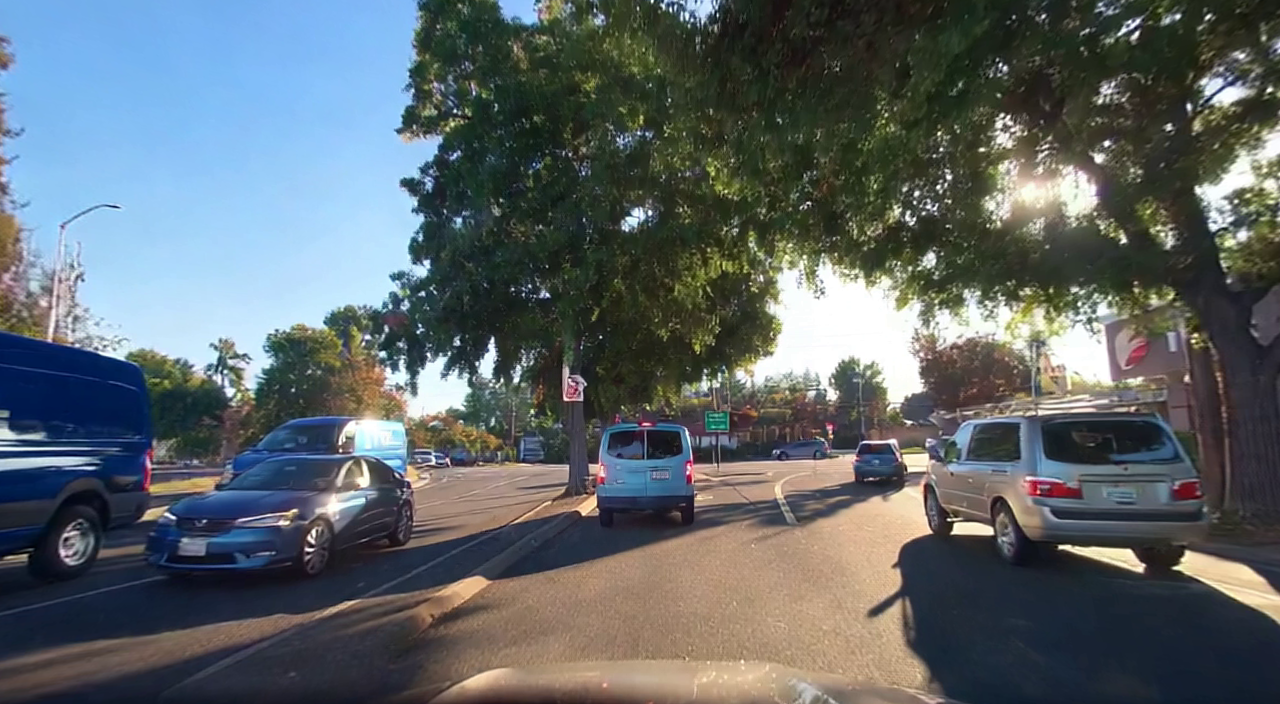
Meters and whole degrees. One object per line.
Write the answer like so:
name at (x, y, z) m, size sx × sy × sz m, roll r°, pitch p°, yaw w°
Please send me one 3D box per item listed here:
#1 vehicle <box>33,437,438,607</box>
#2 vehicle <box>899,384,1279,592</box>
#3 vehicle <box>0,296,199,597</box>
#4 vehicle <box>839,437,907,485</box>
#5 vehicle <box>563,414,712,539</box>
vehicle at (-4.313, 1.836, 7.873) m, size 1.869 × 1.465 × 4.503 m, roll -1°, pitch -9°, yaw 3°
vehicle at (5.463, 1.686, 8.669) m, size 2.204 × 1.973 × 4.946 m, roll -1°, pitch -9°, yaw 7°
vehicle at (-7.662, 0.850, 5.696) m, size 2.342 × 3.013 × 6.631 m, roll 0°, pitch -9°, yaw 2°
vehicle at (8.977, 4.182, 24.306) m, size 2.150 × 1.655 × 4.045 m, roll -4°, pitch -10°, yaw 20°
vehicle at (0.182, 2.202, 11.775) m, size 2.237 × 1.828 × 4.546 m, roll -1°, pitch -9°, yaw 6°
